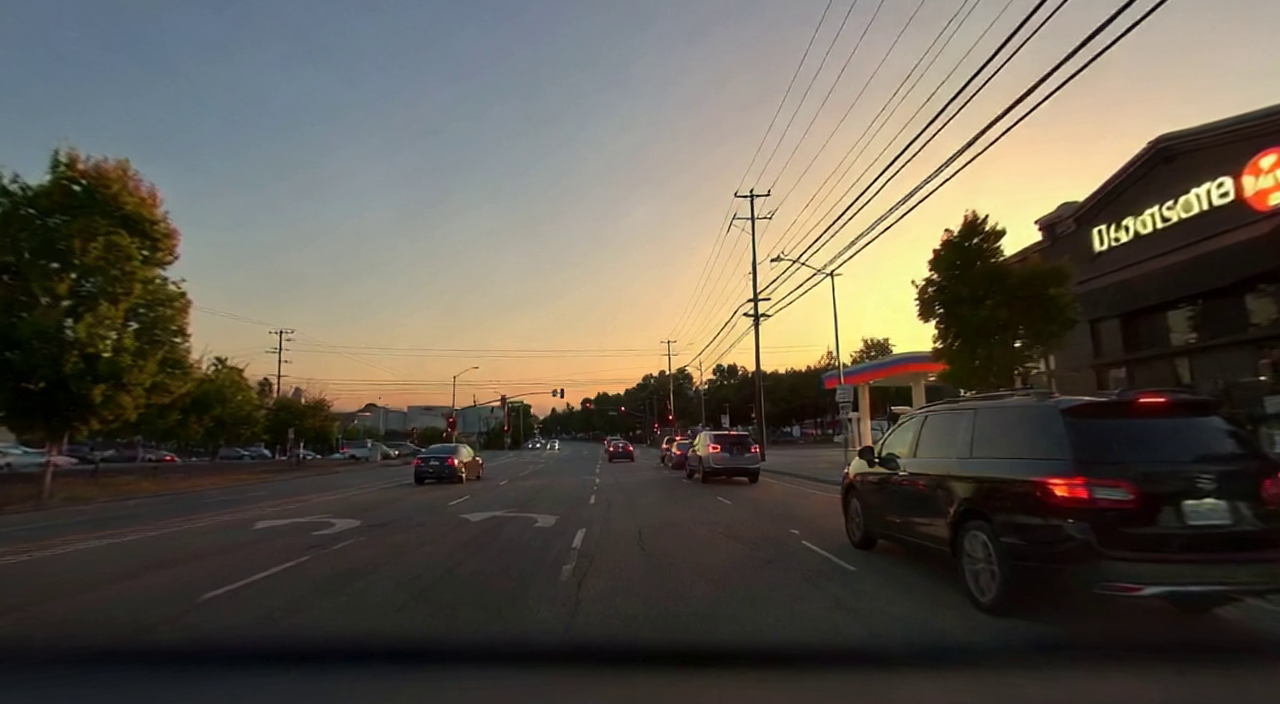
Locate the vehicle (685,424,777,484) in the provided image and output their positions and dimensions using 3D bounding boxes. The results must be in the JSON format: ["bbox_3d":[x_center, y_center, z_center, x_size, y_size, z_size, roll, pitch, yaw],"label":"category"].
[{"bbox_3d":[3.052,3.578,22.373,2.124,1.824,4.973,0,-9,-5],"label":"vehicle"}]

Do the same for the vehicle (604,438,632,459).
[{"bbox_3d":[-1.751,7.534,49.383,2.065,1.484,3.894,0,-9,-4],"label":"vehicle"}]

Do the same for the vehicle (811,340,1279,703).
[{"bbox_3d":[3.724,1.224,5.834,2.582,1.810,5.315,0,-9,-3],"label":"vehicle"}]

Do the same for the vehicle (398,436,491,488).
[{"bbox_3d":[-6.204,3.538,20.596,2.075,1.470,4.190,0,-9,-6],"label":"vehicle"}]

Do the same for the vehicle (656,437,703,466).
[{"bbox_3d":[2.134,5.521,35.224,1.945,1.470,4.363,0,-9,-5],"label":"vehicle"}]
